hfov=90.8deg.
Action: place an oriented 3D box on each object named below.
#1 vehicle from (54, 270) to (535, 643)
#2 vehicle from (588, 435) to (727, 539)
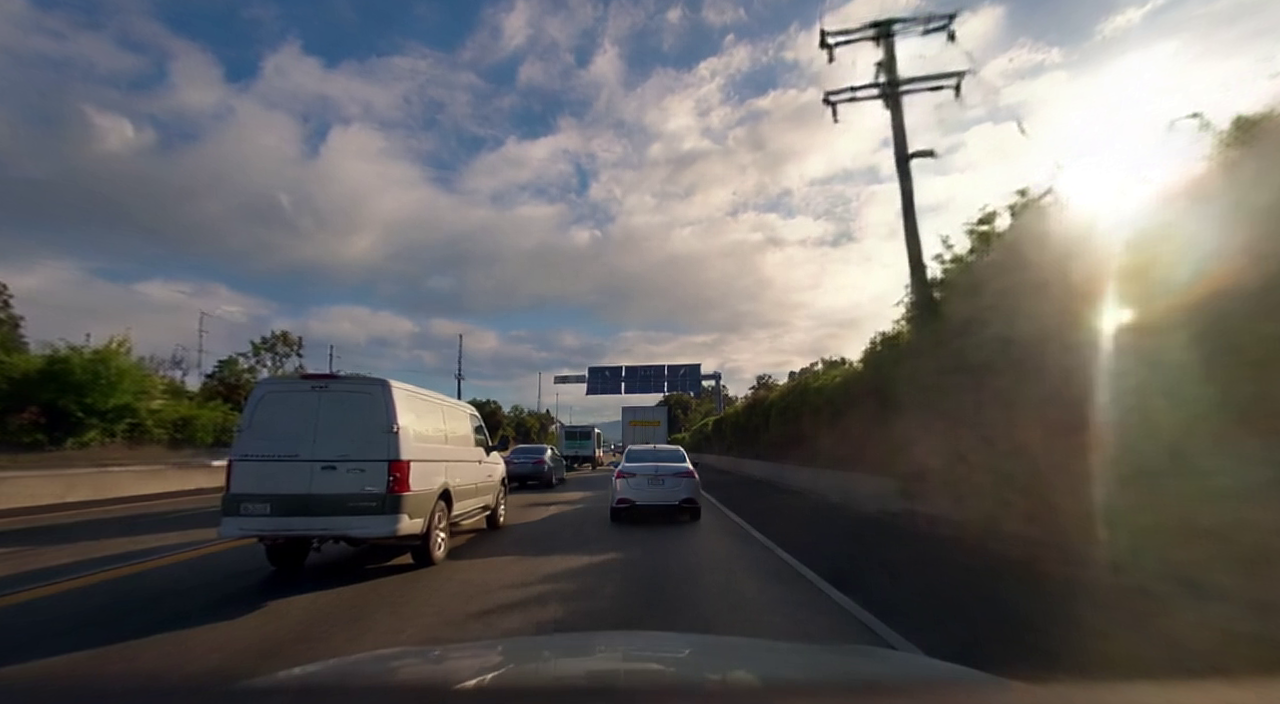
[{"bbox_3d":[-3.068,1.236,8.068,2.289,2.757,6.726,0,-9,0],"label":"vehicle"},{"bbox_3d":[0.233,2.277,11.169,2.063,1.507,3.488,0,-9,-1],"label":"vehicle"}]
